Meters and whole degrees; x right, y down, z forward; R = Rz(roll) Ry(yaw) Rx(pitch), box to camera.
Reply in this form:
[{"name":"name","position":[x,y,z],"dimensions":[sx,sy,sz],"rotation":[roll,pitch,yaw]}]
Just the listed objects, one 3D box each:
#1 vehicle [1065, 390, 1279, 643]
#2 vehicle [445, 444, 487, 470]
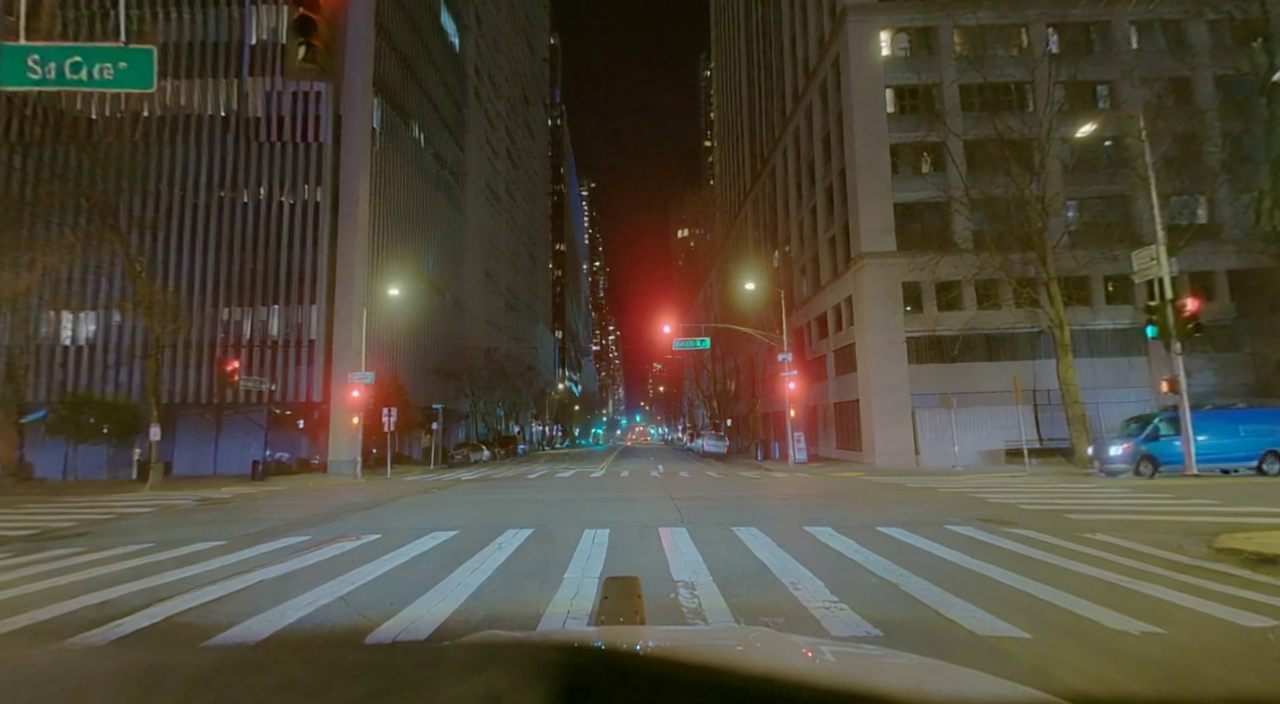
[{"name":"vehicle","position":[5.648,1.138,4.246],"dimensions":[2.070,1.804,4.881],"rotation":[0,-8,-1]},{"name":"vehicle","position":[-12.450,7.508,45.382],"dimensions":[1.935,1.639,4.244],"rotation":[-3,-8,-2]}]
